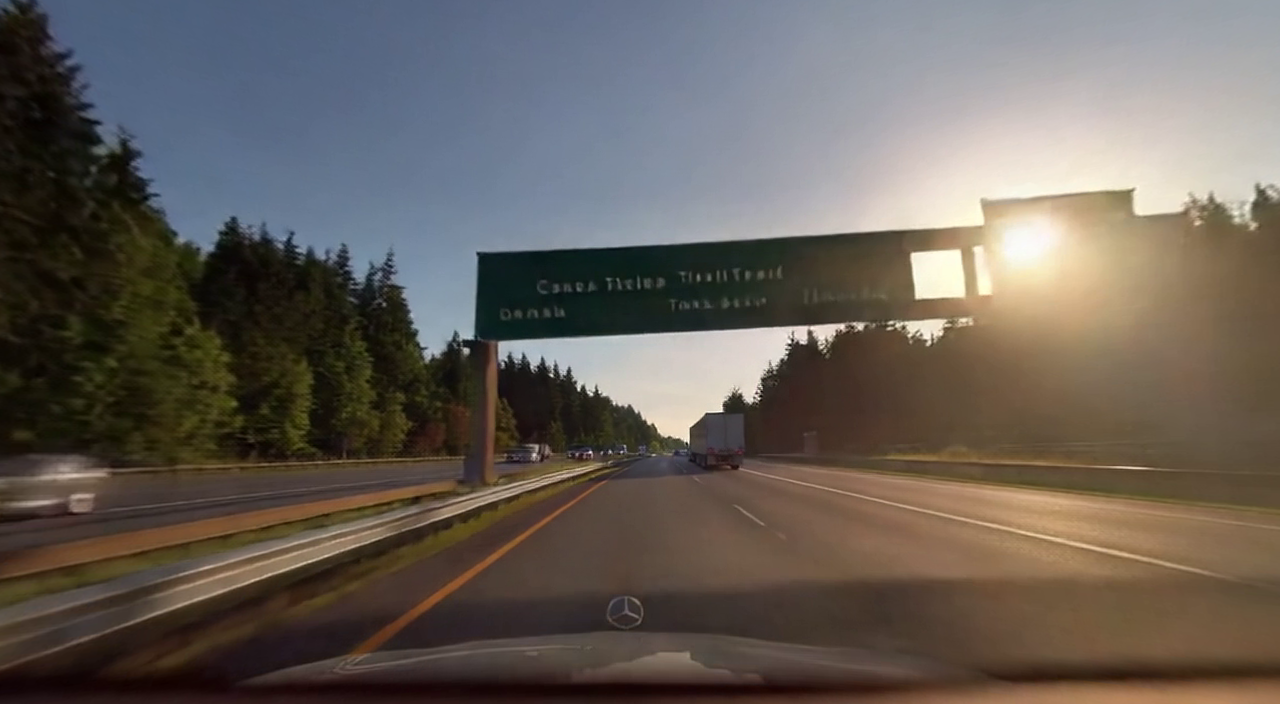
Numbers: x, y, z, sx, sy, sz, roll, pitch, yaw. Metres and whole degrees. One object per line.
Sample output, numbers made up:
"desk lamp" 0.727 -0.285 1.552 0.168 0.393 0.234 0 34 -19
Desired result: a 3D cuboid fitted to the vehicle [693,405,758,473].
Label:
"vehicle" 5.663 6.264 44.400 2.859 3.984 14.045 0 -9 1
